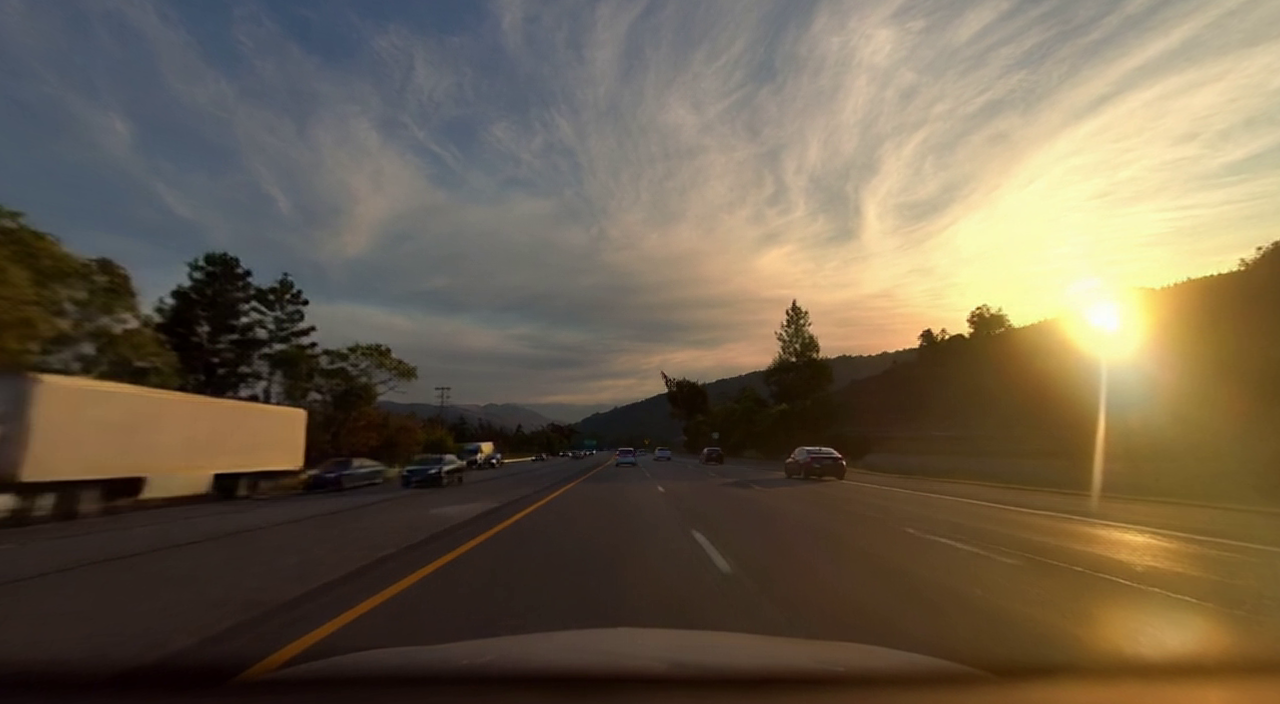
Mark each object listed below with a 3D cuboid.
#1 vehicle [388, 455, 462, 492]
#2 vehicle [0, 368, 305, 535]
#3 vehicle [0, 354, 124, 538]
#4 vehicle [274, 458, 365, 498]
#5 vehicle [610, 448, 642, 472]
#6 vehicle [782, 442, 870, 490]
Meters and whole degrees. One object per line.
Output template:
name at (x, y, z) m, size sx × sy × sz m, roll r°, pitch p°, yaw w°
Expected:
vehicle at (-9.348, 5.275, 27.759) m, size 1.871 × 1.472 × 3.866 m, roll 0°, pitch -9°, yaw 0°
vehicle at (-16.999, 3.476, 22.193) m, size 2.933 × 4.011 × 13.984 m, roll 0°, pitch -9°, yaw -1°
vehicle at (-16.854, 2.291, 15.322) m, size 3.339 × 4.325 × 5.934 m, roll 0°, pitch -9°, yaw -1°
vehicle at (-13.779, 5.421, 27.421) m, size 1.807 × 1.535 × 4.105 m, roll 0°, pitch -9°, yaw -1°
vehicle at (-0.935, 7.339, 42.927) m, size 2.021 × 1.507 × 4.272 m, roll 0°, pitch -9°, yaw -1°
vehicle at (6.681, 4.135, 23.158) m, size 1.903 × 1.566 × 3.866 m, roll 0°, pitch -9°, yaw -2°
